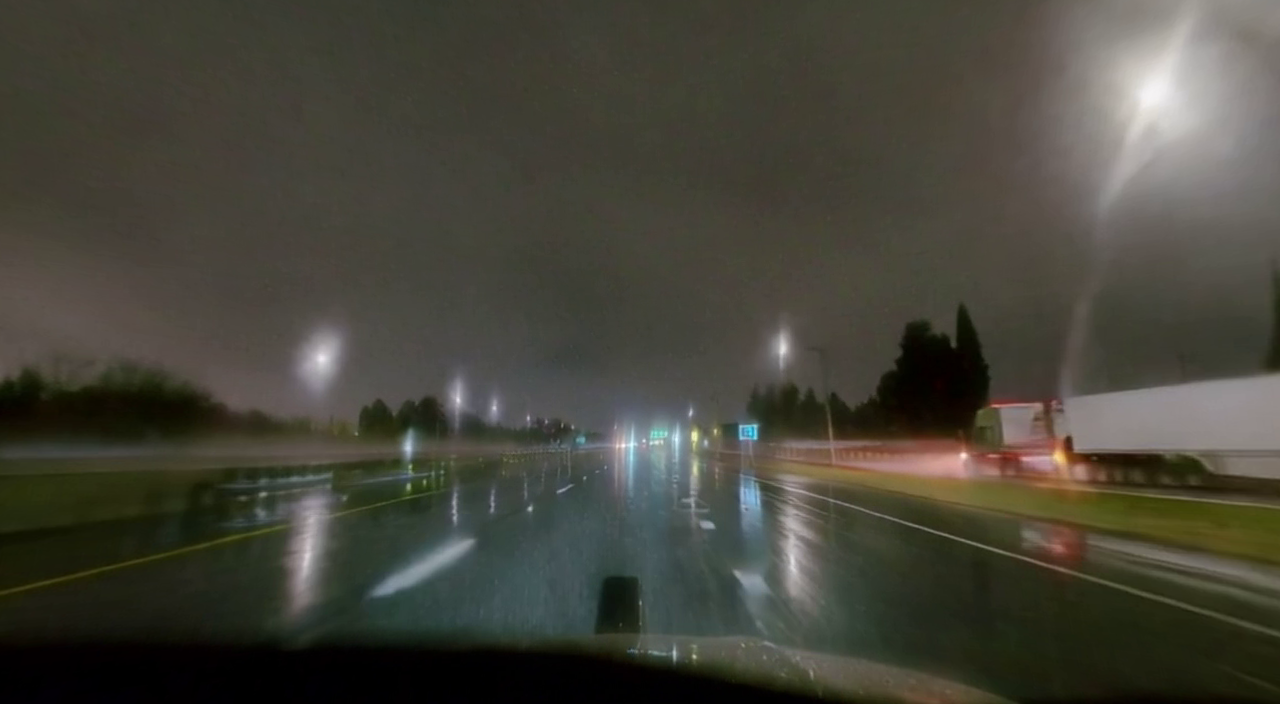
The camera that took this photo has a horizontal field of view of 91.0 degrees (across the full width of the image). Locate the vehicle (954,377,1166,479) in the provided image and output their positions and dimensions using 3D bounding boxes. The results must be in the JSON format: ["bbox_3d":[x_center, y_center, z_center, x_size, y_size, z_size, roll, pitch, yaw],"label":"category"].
[{"bbox_3d":[19.144,3.744,29.905,3.020,4.008,9.497,1,-9,-3],"label":"vehicle"}]

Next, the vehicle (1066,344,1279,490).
[{"bbox_3d":[20.013,1.931,18.438,2.939,4.193,15.754,1,-9,-5],"label":"vehicle"}]
